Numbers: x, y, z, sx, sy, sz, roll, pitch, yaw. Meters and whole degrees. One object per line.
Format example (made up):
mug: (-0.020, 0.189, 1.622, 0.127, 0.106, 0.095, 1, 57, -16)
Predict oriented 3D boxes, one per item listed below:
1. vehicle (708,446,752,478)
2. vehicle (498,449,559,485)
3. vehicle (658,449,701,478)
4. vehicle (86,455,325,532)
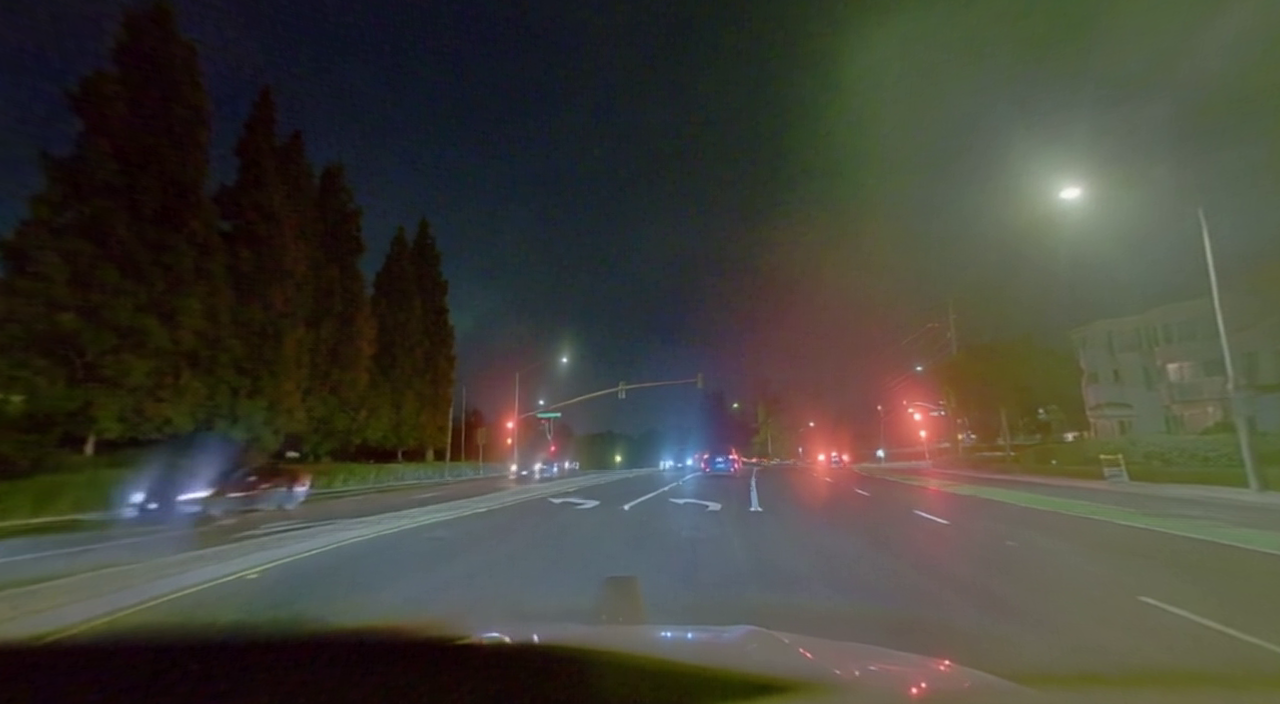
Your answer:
vehicle: (5.201, 6.234, 36.201, 2.286, 1.701, 4.395, -2, -9, 9)
vehicle: (-5.651, 5.868, 32.601, 2.029, 1.667, 4.504, -1, -9, 4)
vehicle: (2.229, 6.092, 34.812, 1.923, 1.498, 3.887, -2, -9, 10)
vehicle: (-10.068, 3.266, 15.288, 1.947, 1.486, 4.862, -1, -9, 7)
